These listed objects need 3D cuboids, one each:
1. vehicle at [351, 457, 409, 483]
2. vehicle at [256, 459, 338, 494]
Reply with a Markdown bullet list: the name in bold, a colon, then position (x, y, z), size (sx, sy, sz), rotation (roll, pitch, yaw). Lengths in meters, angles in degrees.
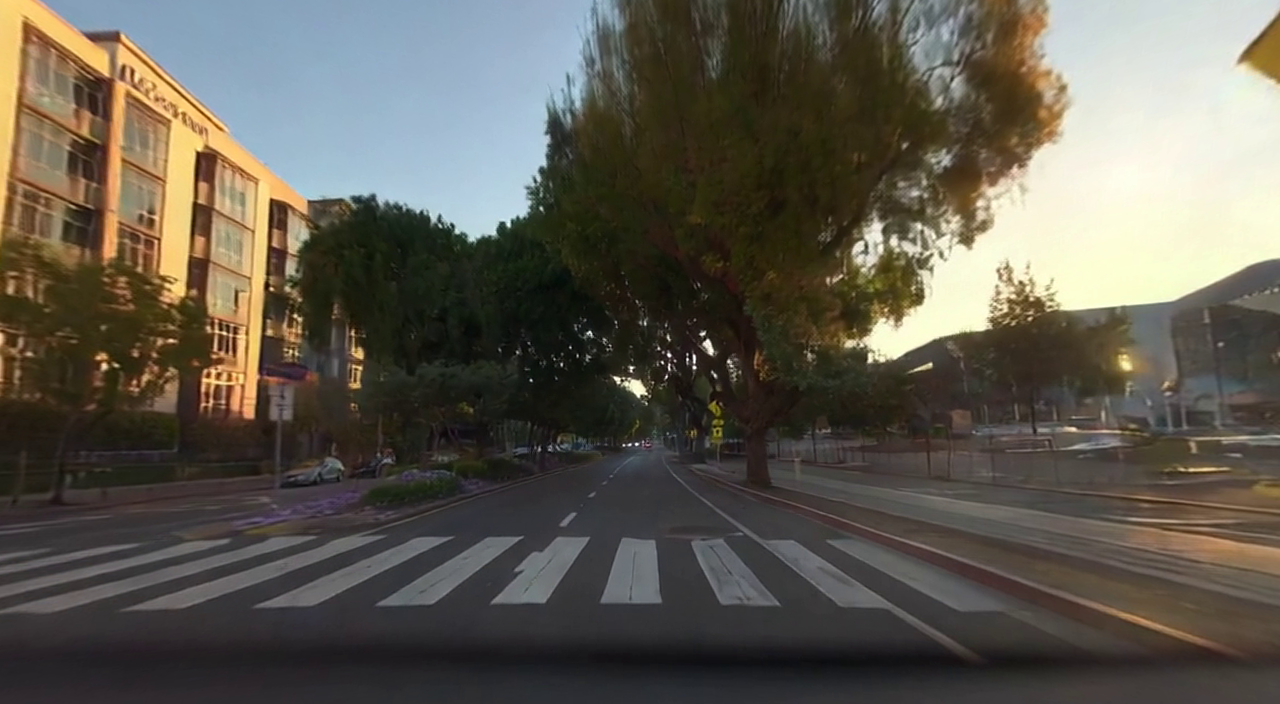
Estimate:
- **vehicle**: position (-17.059, 7.740, 41.581), size (1.912, 1.523, 4.433), rotation (-3, -9, 1)
- **vehicle**: position (-16.895, 6.141, 31.275), size (1.810, 1.478, 4.233), rotation (-3, -10, -2)
